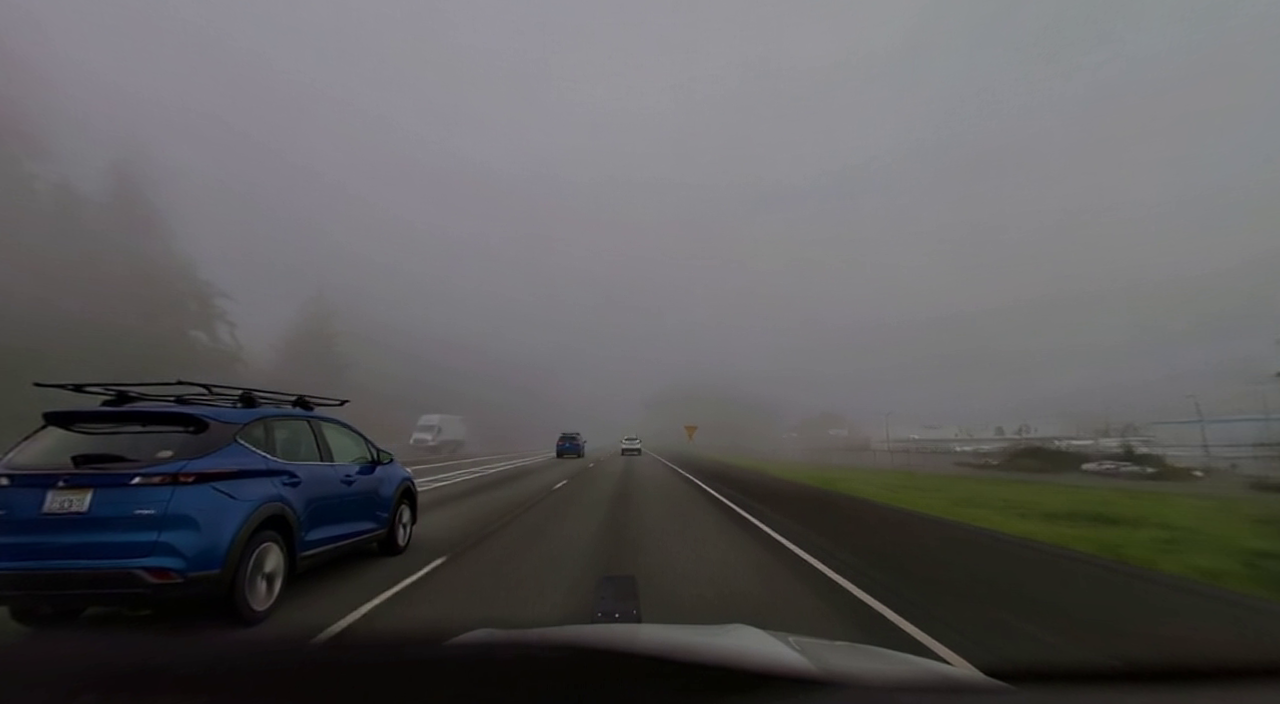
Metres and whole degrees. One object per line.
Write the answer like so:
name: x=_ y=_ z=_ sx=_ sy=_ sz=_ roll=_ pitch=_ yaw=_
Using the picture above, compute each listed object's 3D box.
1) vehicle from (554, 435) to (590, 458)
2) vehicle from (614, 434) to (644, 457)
vehicle: x=-4.959 y=6.933 z=46.528 sx=2.189 sy=1.580 sz=4.607 roll=0 pitch=-8 yaw=-1
vehicle: x=-0.790 y=6.987 z=47.165 sx=2.151 sy=1.618 sz=3.898 roll=0 pitch=-8 yaw=-1
